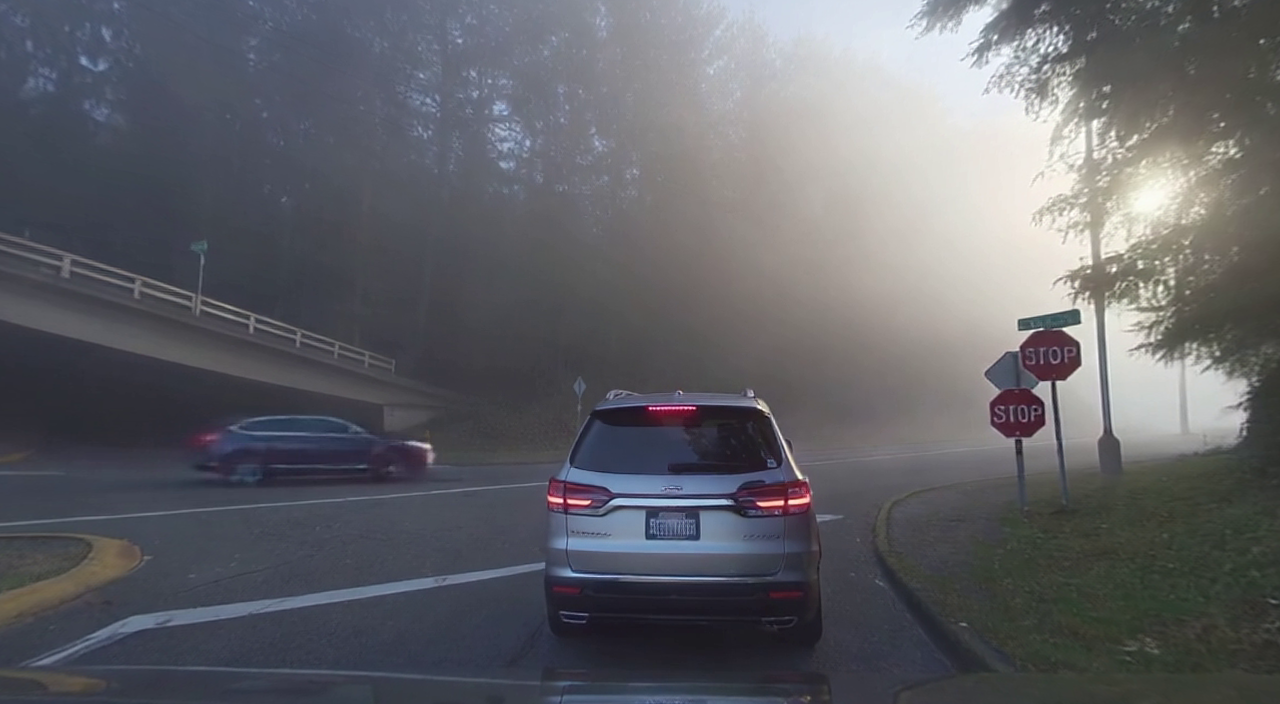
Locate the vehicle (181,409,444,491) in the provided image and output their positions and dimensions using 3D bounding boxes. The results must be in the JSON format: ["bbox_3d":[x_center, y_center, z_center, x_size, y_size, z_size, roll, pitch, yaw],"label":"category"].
[{"bbox_3d":[-7.477,2.293,14.861,5.060,1.648,2.038,5,-10,-28],"label":"vehicle"}]

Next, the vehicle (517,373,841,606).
[{"bbox_3d":[0.310,1.388,7.137,2.494,1.804,4.336,0,-9,0],"label":"vehicle"}]
